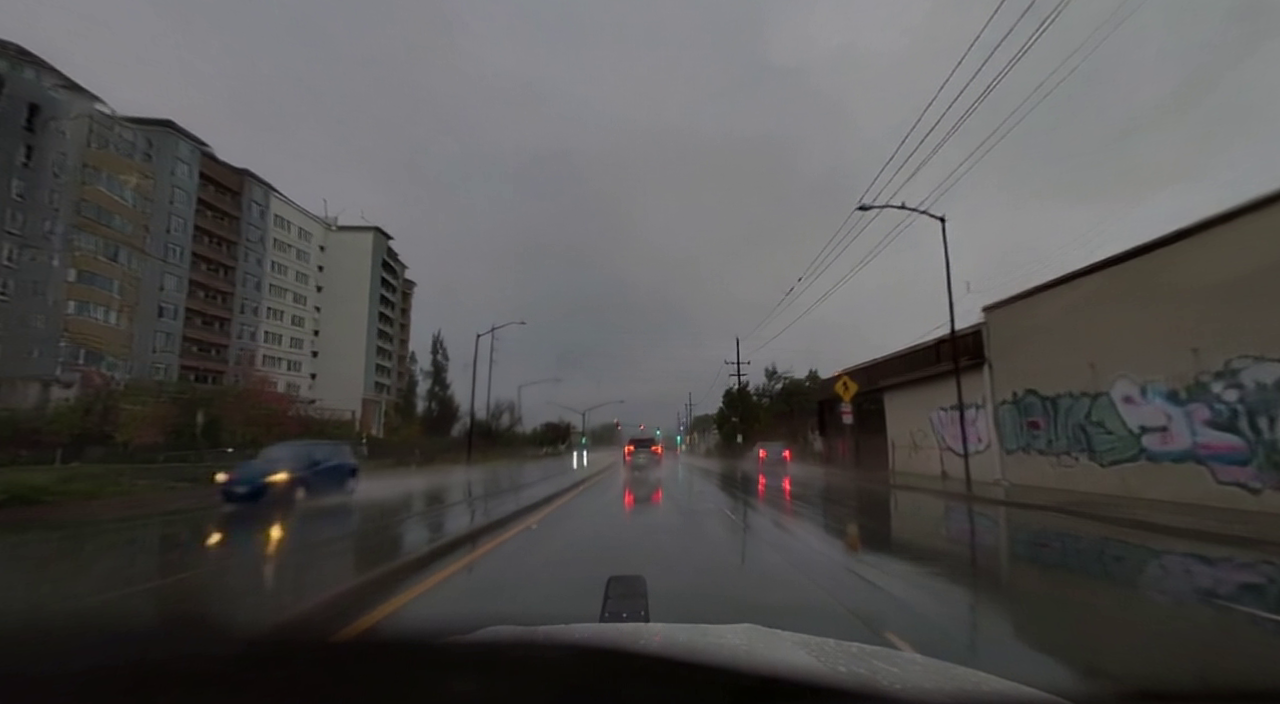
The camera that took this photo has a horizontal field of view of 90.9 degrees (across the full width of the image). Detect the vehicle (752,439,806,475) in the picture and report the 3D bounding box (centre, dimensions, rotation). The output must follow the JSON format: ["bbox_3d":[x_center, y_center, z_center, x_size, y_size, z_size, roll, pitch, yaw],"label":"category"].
[{"bbox_3d":[7.222,5.488,33.271,1.952,1.749,4.311,0,-8,1],"label":"vehicle"}]

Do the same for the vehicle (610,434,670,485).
[{"bbox_3d":[0.035,4.214,25.058,2.160,1.786,4.702,0,-8,1],"label":"vehicle"}]

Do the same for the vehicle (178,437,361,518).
[{"bbox_3d":[-9.259,3.129,16.312,1.979,1.794,4.264,-1,-8,2],"label":"vehicle"}]
